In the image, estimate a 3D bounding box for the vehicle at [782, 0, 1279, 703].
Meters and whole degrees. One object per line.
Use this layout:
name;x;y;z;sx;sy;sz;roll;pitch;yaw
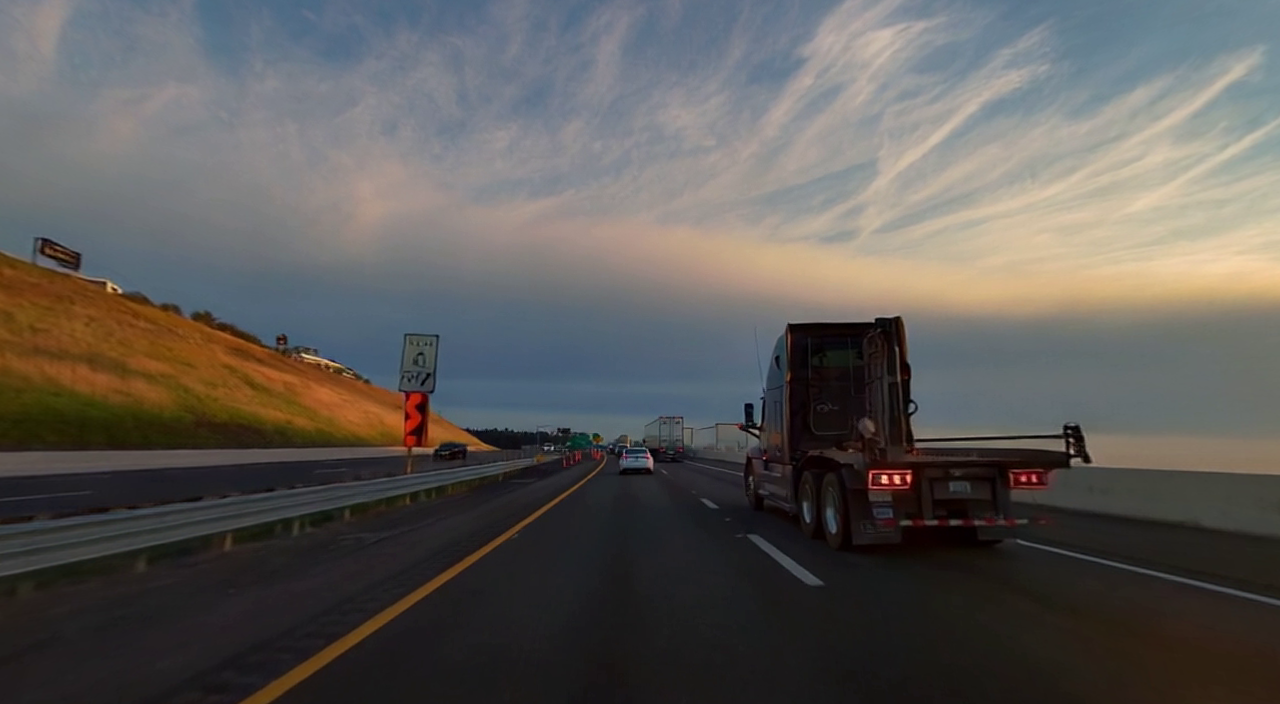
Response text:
vehicle;3.611;-0.227;2.662;2.874;4.065;14.243;0;-9;1

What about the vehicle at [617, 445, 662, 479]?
vehicle;-0.051;4.993;28.828;1.927;1.437;3.794;0;-9;-1
